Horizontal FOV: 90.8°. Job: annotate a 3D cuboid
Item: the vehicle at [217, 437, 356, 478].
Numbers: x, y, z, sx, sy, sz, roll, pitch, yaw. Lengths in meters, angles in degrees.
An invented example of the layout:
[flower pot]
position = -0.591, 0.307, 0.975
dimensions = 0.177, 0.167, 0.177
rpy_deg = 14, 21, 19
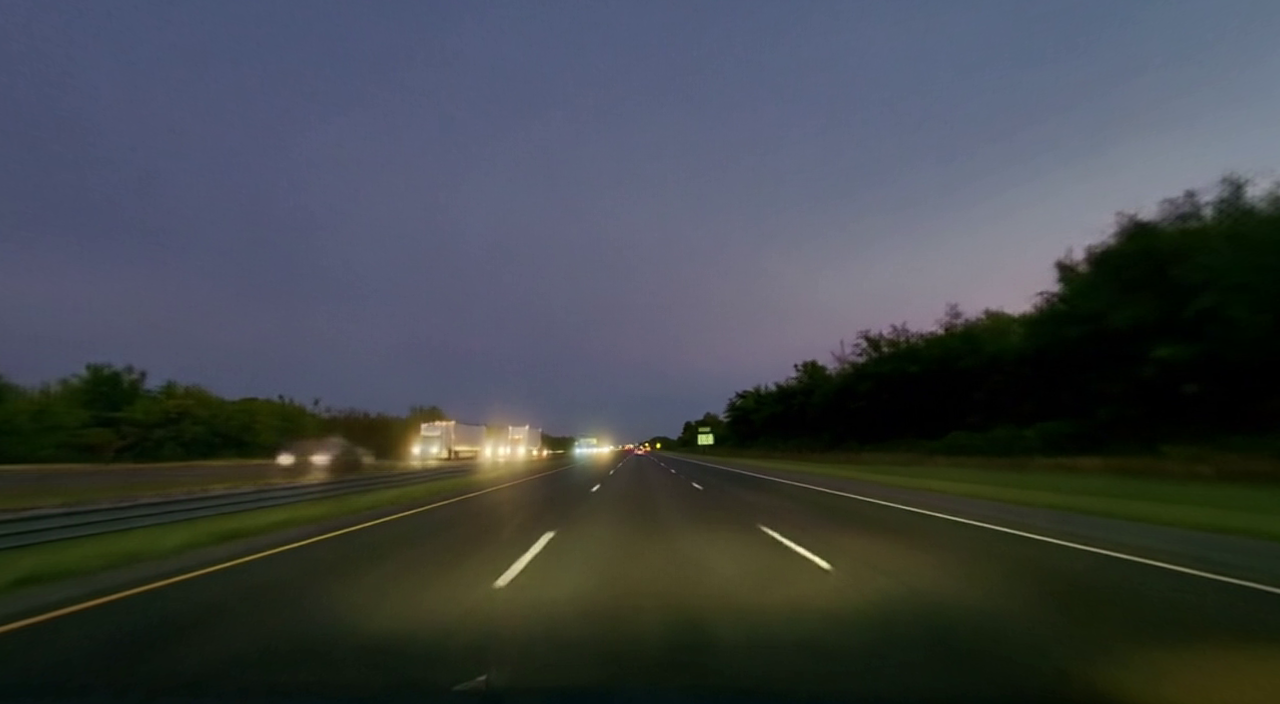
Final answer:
[vehicle]
position = -11.800, 3.571, 21.509
dimensions = 2.177, 1.229, 4.493
rpy_deg = 0, -9, 0
